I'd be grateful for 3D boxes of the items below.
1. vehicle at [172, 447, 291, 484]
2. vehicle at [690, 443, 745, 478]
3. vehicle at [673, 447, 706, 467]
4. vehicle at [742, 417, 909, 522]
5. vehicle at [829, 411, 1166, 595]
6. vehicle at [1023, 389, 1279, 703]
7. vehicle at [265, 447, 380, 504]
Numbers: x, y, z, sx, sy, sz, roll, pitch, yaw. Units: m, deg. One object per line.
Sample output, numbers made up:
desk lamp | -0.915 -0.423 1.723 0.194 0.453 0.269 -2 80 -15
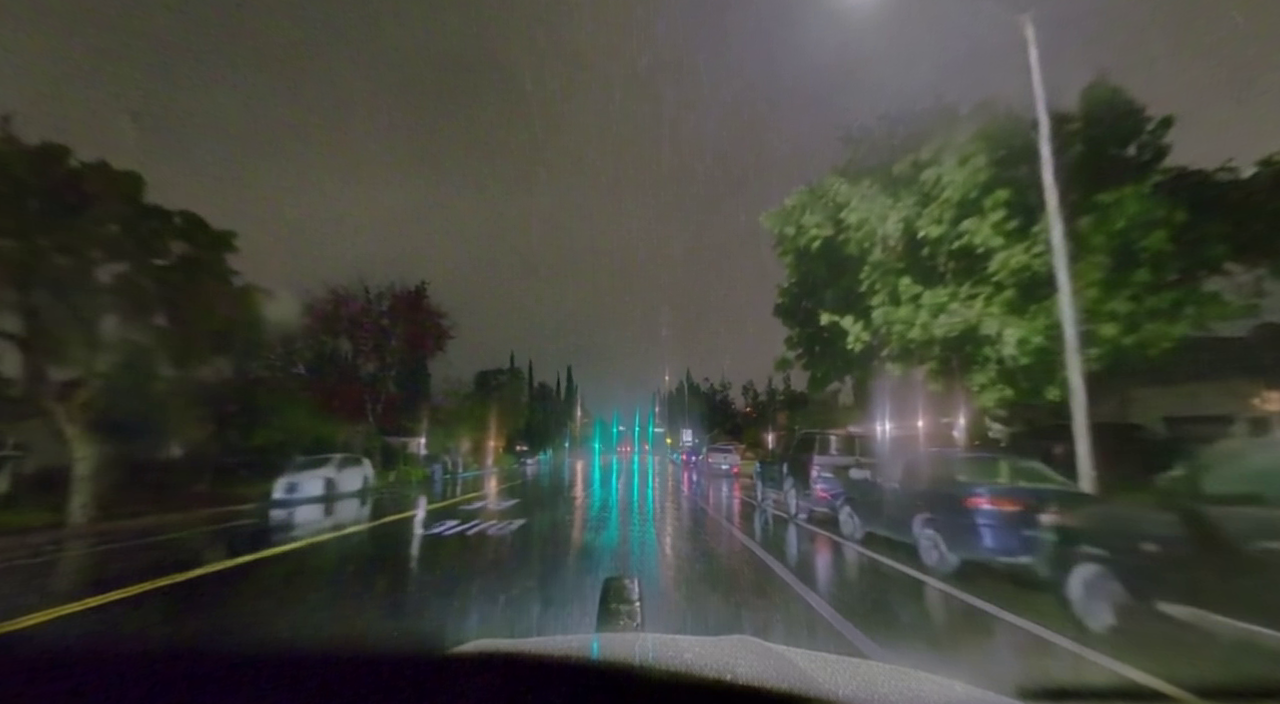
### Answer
vehicle | -20.030 5.586 31.147 4.359 1.727 2.029 0 -9 -2
vehicle | 3.884 5.533 32.424 1.999 1.615 4.513 0 -9 -3
vehicle | 3.819 8.267 49.971 1.997 1.510 4.555 0 -9 -3
vehicle | 3.842 2.558 14.191 2.120 1.916 4.836 0 -9 -2
vehicle | 3.955 1.719 7.922 1.834 1.706 3.829 0 -9 -2
vehicle | 4.070 0.967 2.735 2.007 1.657 4.362 0 -9 -1
vehicle | -10.993 4.302 22.272 1.964 1.667 4.217 -3 -10 -1
